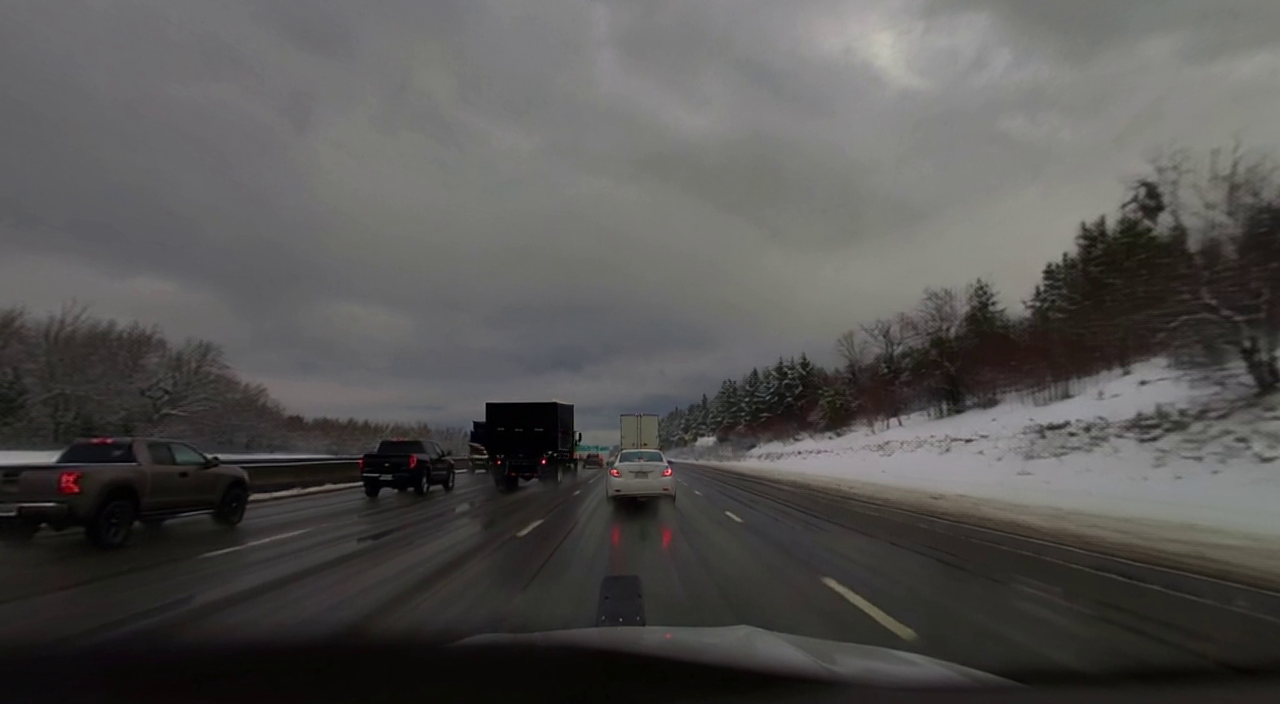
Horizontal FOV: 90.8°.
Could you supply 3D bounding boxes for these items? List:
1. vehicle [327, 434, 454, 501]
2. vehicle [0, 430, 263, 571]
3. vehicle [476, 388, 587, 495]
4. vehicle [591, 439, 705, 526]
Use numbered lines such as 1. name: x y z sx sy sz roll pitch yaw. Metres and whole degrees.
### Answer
1. vehicle: -7.306 3.429 19.020 1.952 1.746 4.332 -1 -9 1
2. vehicle: -7.892 1.984 9.191 1.879 1.521 4.623 -1 -9 1
3. vehicle: -3.731 3.370 23.619 2.812 3.342 7.248 -1 -9 1
4. vehicle: 0.097 2.572 12.858 1.995 1.495 3.380 0 -9 -1
